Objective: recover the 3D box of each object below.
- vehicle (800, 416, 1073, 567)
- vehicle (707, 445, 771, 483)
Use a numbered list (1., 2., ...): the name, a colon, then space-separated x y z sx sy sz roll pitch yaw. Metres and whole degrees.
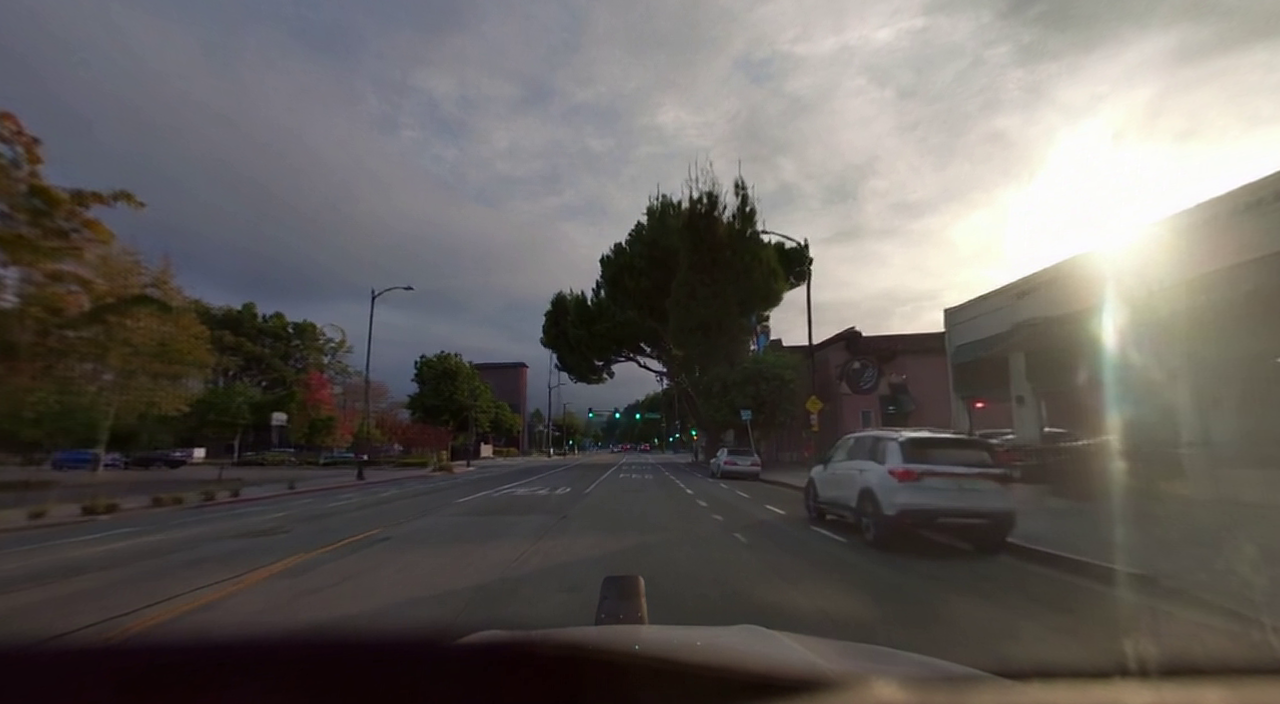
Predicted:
1. vehicle: 4.066 1.972 9.714 1.957 1.753 4.413 0 -8 -1
2. vehicle: 4.157 4.774 27.245 1.856 1.462 4.501 1 -8 -2
